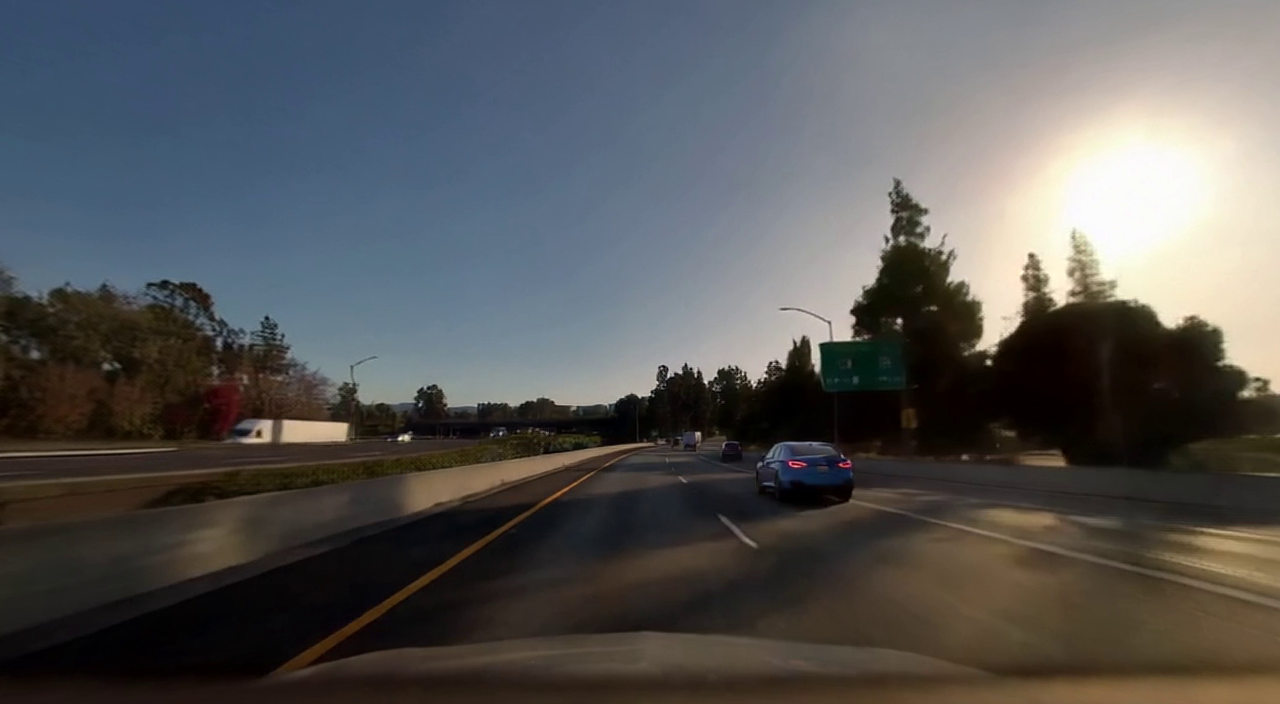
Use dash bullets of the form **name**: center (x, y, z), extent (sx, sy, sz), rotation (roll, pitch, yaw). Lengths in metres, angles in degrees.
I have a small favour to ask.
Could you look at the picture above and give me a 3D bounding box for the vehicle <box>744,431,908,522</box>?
- **vehicle**: center (3.584, 2.474, 13.133), extent (2.050, 1.546, 4.344), rotation (0, -8, -1)
